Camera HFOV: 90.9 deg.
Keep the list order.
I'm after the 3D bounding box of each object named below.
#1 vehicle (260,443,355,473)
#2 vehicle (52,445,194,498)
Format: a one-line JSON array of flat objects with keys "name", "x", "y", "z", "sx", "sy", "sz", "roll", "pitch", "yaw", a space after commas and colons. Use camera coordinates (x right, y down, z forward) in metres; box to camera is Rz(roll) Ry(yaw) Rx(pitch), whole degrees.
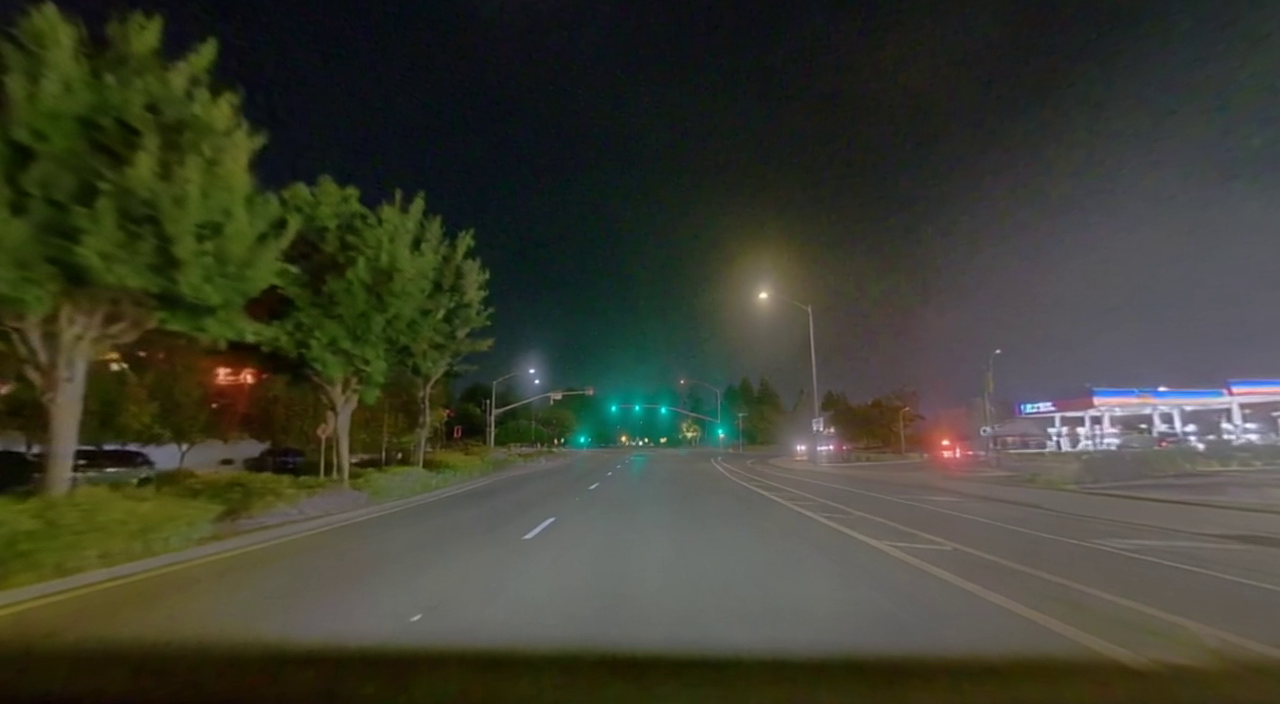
[{"name": "vehicle", "x": -22.635, "y": 7.206, "z": 43.150, "sx": 5.215, "sy": 1.887, "sz": 2.213, "roll": 1, "pitch": -8, "yaw": -8}, {"name": "vehicle", "x": -24.290, "y": 5.594, "z": 29.751, "sx": 5.040, "sy": 2.072, "sz": 1.949, "roll": -2, "pitch": -5, "yaw": 0}]
